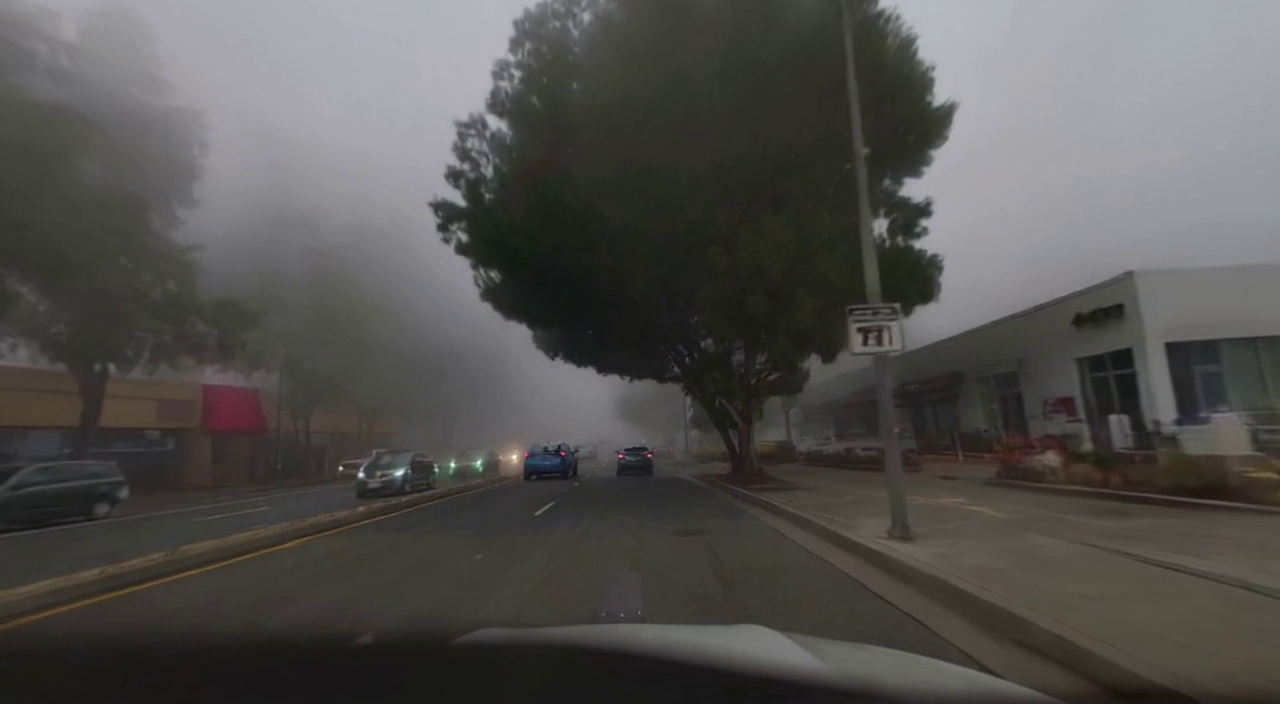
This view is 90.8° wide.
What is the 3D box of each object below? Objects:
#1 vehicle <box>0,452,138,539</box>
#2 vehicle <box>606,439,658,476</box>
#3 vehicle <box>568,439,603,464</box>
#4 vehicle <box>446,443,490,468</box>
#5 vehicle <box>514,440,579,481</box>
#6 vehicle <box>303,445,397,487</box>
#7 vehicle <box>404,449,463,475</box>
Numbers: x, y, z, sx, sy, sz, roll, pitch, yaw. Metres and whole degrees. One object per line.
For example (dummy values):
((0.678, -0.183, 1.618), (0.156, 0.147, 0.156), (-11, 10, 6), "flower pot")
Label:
((-13.577, 3.071, 13.609), (1.936, 1.656, 4.284), (-3, -8, 1), "vehicle")
((-0.380, 4.563, 27.570), (2.085, 1.475, 3.976), (0, -8, -2), "vehicle")
((-3.497, 6.486, 41.253), (1.887, 1.517, 4.254), (0, -8, 1), "vehicle")
((-12.505, 7.561, 46.202), (1.986, 1.712, 4.399), (0, -8, 1), "vehicle")
((-3.562, 4.220, 24.847), (1.921, 1.477, 4.083), (0, -8, 0), "vehicle")
((-13.078, 5.130, 28.881), (1.999, 1.755, 4.518), (-1, -8, 2), "vehicle")
((-12.515, 6.667, 38.631), (1.909, 1.462, 4.608), (-1, -8, 3), "vehicle")
